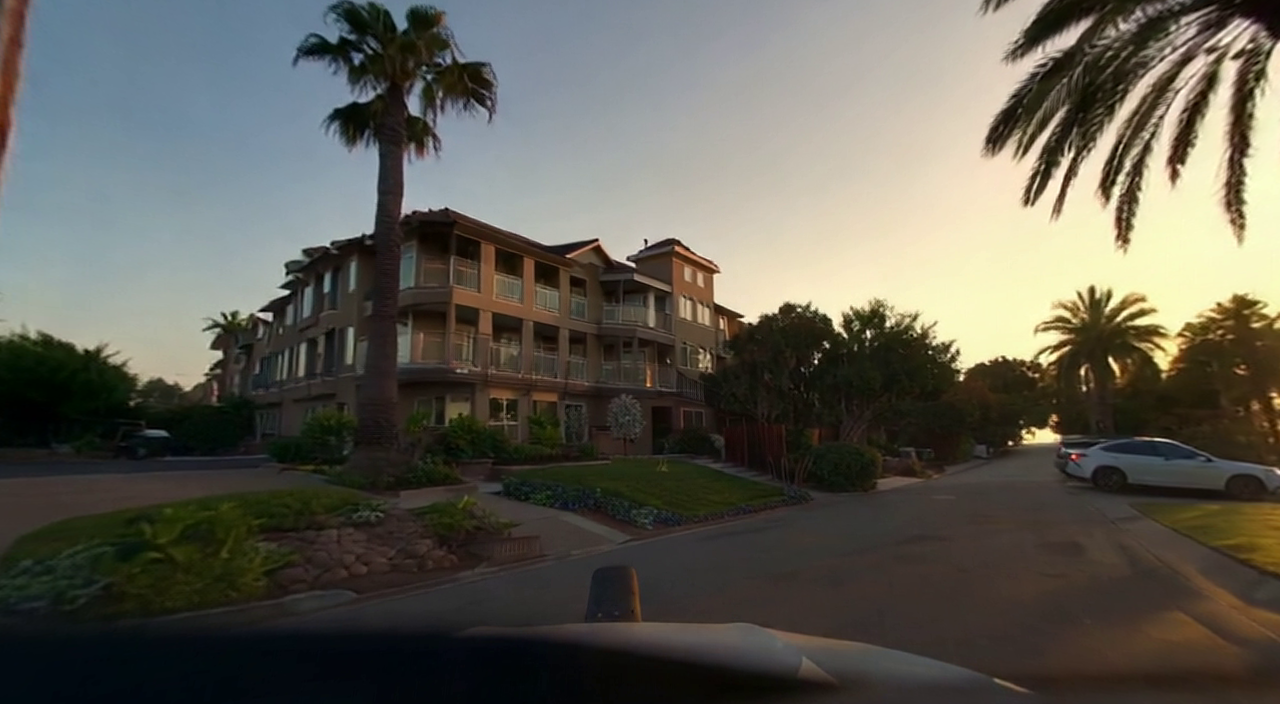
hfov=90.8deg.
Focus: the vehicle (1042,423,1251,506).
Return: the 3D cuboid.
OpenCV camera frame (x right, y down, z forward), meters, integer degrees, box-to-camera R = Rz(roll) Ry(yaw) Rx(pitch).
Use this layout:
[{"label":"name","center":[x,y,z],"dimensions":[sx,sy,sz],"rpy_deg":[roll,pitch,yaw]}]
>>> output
[{"label":"vehicle","center":[18.844,4.133,24.065],"dimensions":[5.872,2.468,2.864],"rpy_deg":[-1,-8,33]}]
